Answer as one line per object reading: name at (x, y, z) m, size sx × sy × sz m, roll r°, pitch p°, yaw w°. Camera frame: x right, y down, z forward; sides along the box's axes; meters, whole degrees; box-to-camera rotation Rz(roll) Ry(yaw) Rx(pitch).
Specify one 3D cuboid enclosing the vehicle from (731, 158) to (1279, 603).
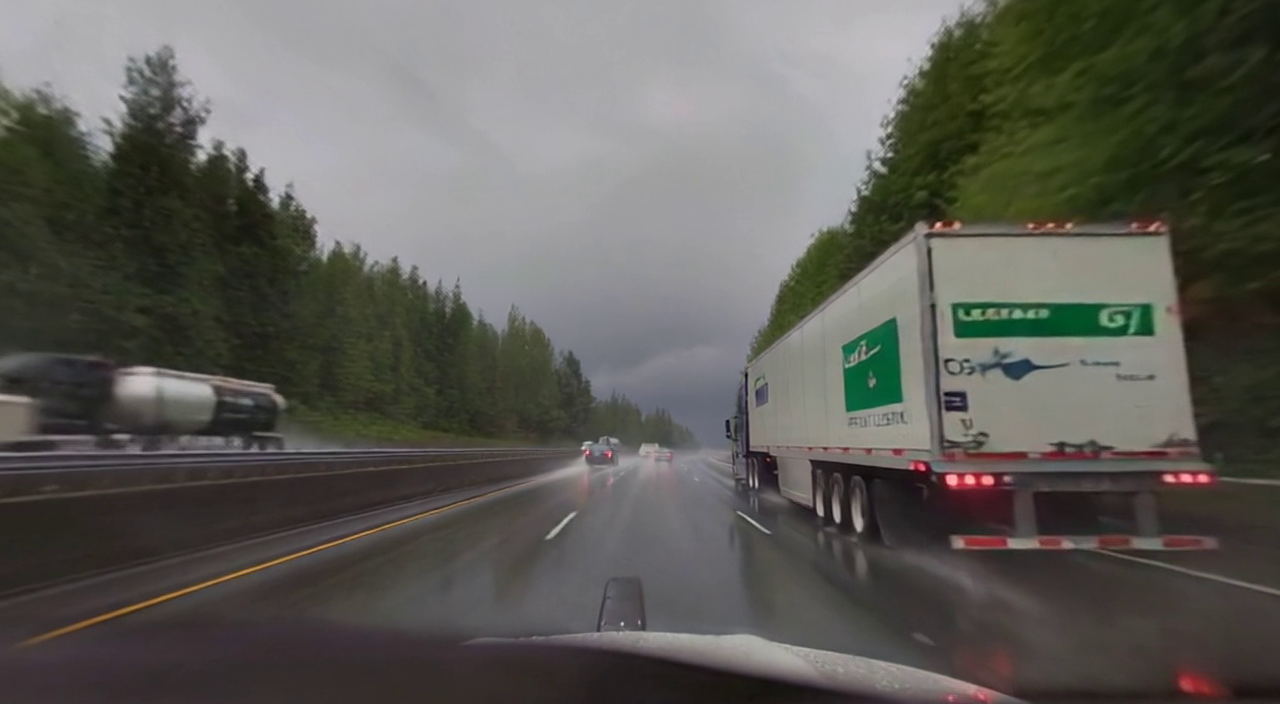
vehicle at (4.426, 1.210, 12.517) m, size 3.057 × 3.993 × 13.914 m, roll 0°, pitch -9°, yaw 0°

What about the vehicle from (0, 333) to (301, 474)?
vehicle at (-19.353, 2.583, 25.419) m, size 2.914 × 4.061 × 14.588 m, roll 0°, pitch -9°, yaw 2°

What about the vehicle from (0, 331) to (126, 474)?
vehicle at (-19.581, 1.599, 18.835) m, size 2.971 × 4.003 × 6.027 m, roll 0°, pitch -9°, yaw 1°

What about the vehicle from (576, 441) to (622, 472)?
vehicle at (-2.357, 6.166, 37.351) m, size 2.205 × 1.728 × 4.397 m, roll -1°, pitch -9°, yaw 3°
